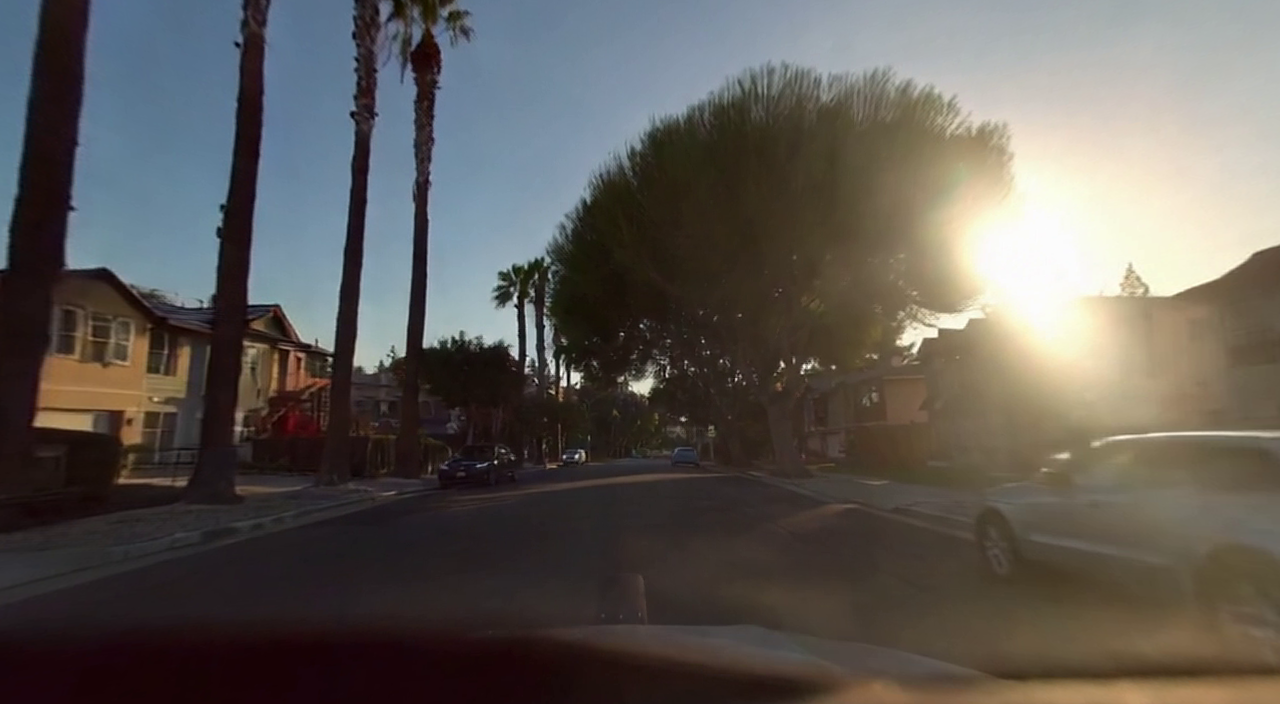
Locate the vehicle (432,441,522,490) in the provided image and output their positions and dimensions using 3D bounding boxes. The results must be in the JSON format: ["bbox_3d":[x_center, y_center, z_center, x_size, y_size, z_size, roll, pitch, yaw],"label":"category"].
[{"bbox_3d":[-5.726,4.006,22.859,2.079,1.486,4.877,-2,-8,-2],"label":"vehicle"}]

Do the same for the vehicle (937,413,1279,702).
[{"bbox_3d":[4.433,1.325,4.849,1.991,1.554,4.501,0,-8,-2],"label":"vehicle"}]
